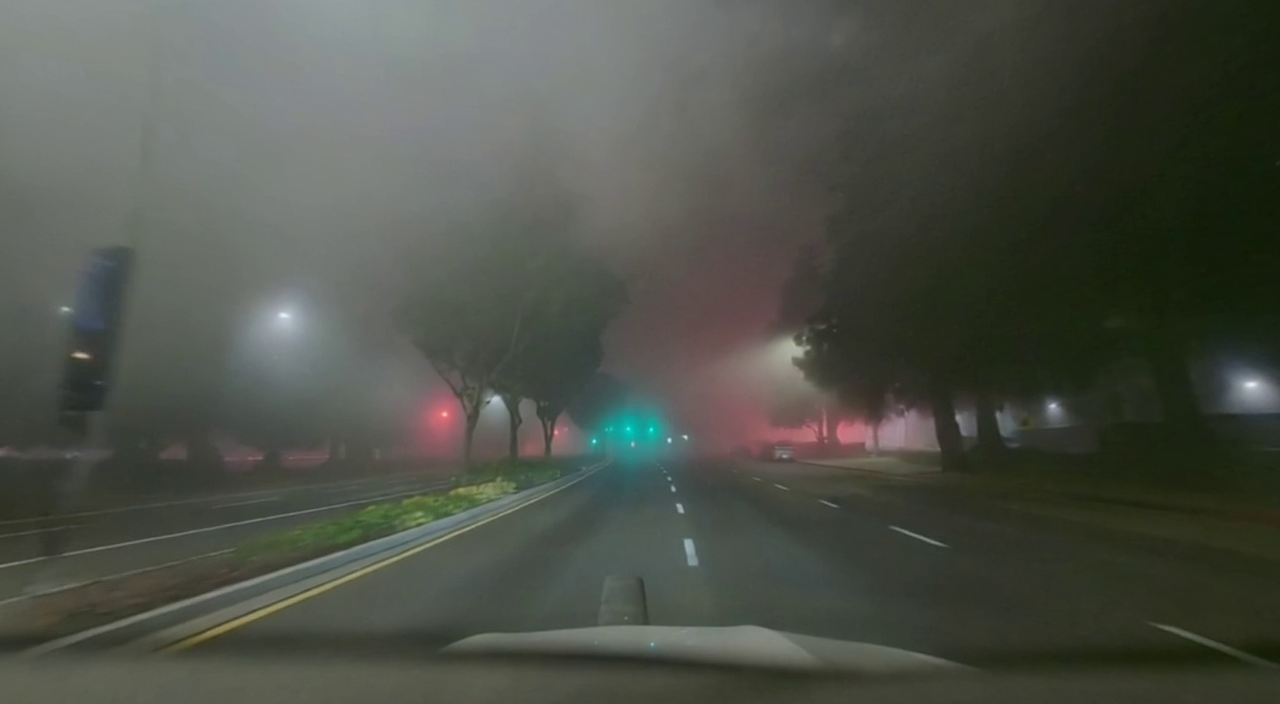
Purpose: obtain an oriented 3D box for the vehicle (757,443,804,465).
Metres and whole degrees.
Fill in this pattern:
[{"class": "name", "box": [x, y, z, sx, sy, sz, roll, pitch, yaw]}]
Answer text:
[{"class": "vehicle", "box": [10.486, 7.656, 47.555, 2.109, 1.533, 5.664, 0, -9, -1]}]
